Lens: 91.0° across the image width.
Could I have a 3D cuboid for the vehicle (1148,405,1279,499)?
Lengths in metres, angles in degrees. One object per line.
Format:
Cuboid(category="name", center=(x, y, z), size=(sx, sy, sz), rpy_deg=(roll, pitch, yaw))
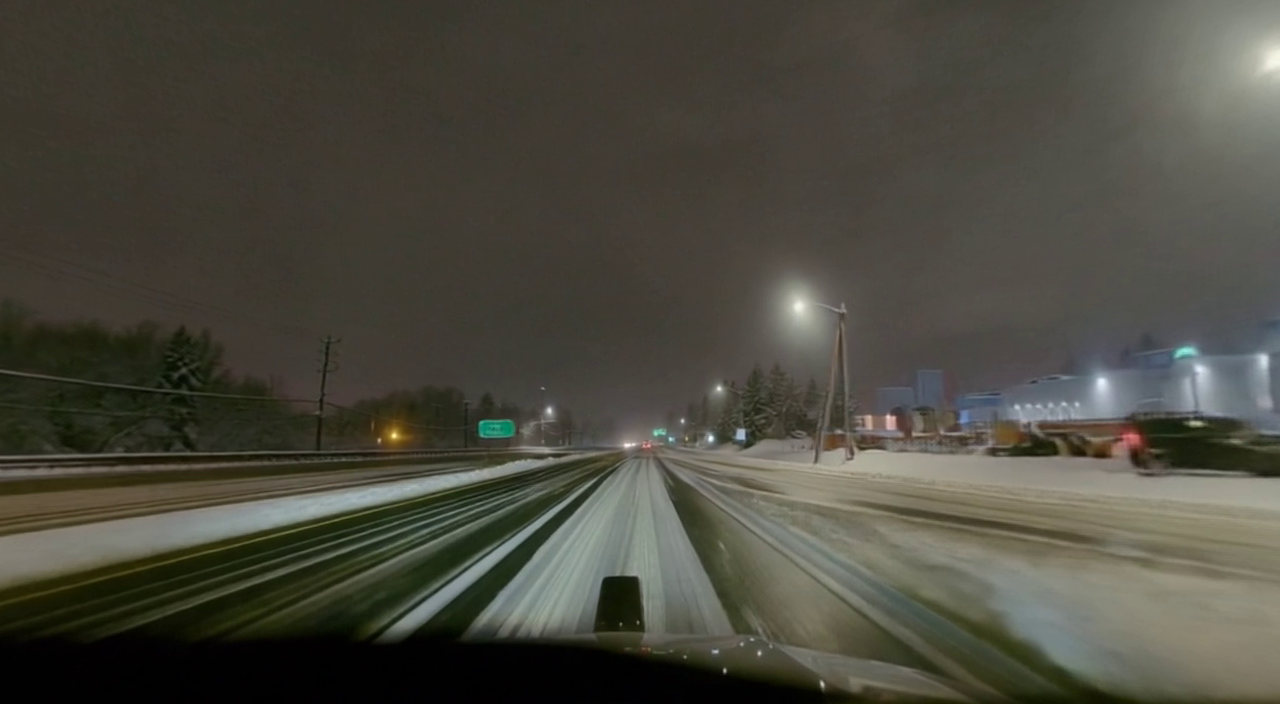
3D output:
Cuboid(category="vehicle", center=(23.188, 3.511, 22.547), size=(2.894, 3.176, 7.895), rpy_deg=(-2, -8, -4))
